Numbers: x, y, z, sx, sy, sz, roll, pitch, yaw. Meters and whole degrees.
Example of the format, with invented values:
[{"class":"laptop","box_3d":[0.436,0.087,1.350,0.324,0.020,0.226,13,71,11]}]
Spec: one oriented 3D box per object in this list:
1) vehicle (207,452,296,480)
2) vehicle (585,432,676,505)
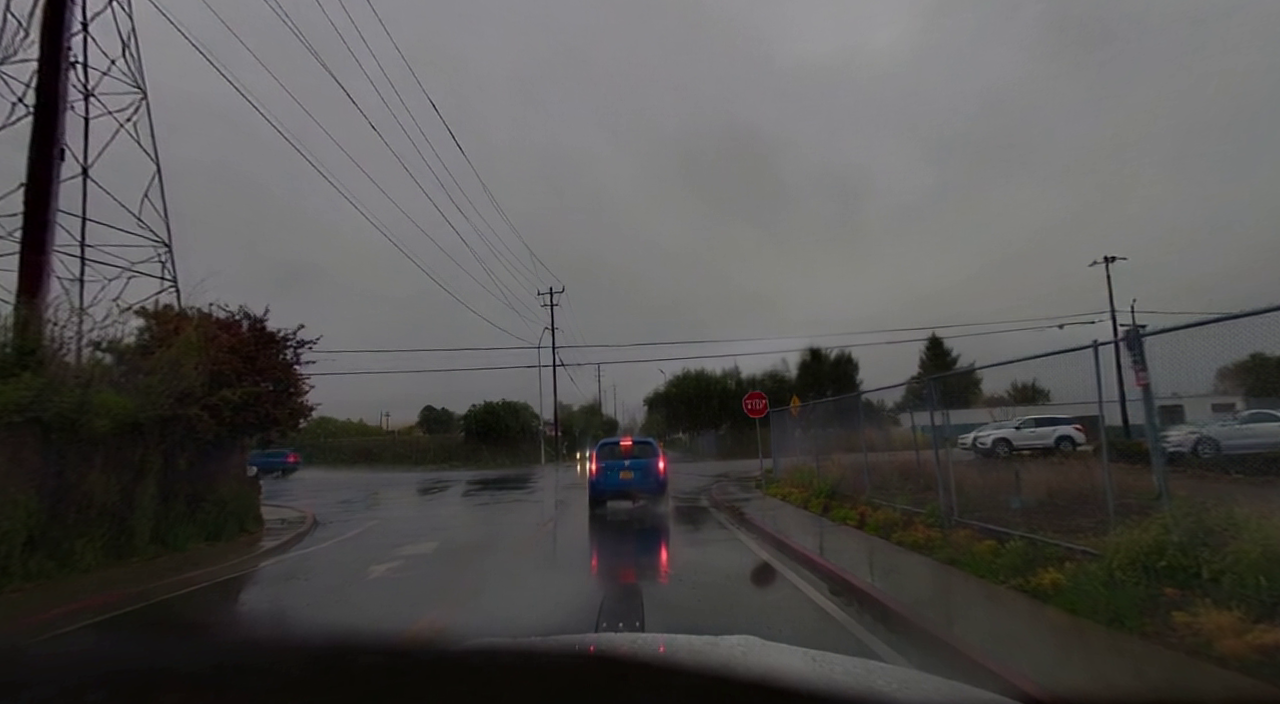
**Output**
[{"class":"vehicle","box_3d":[-25.270,7.411,41.187,4.415,1.753,2.029,-1,-8,4]},{"class":"vehicle","box_3d":[-0.301,3.054,16.992,2.137,1.698,4.166,0,-8,-2]}]
